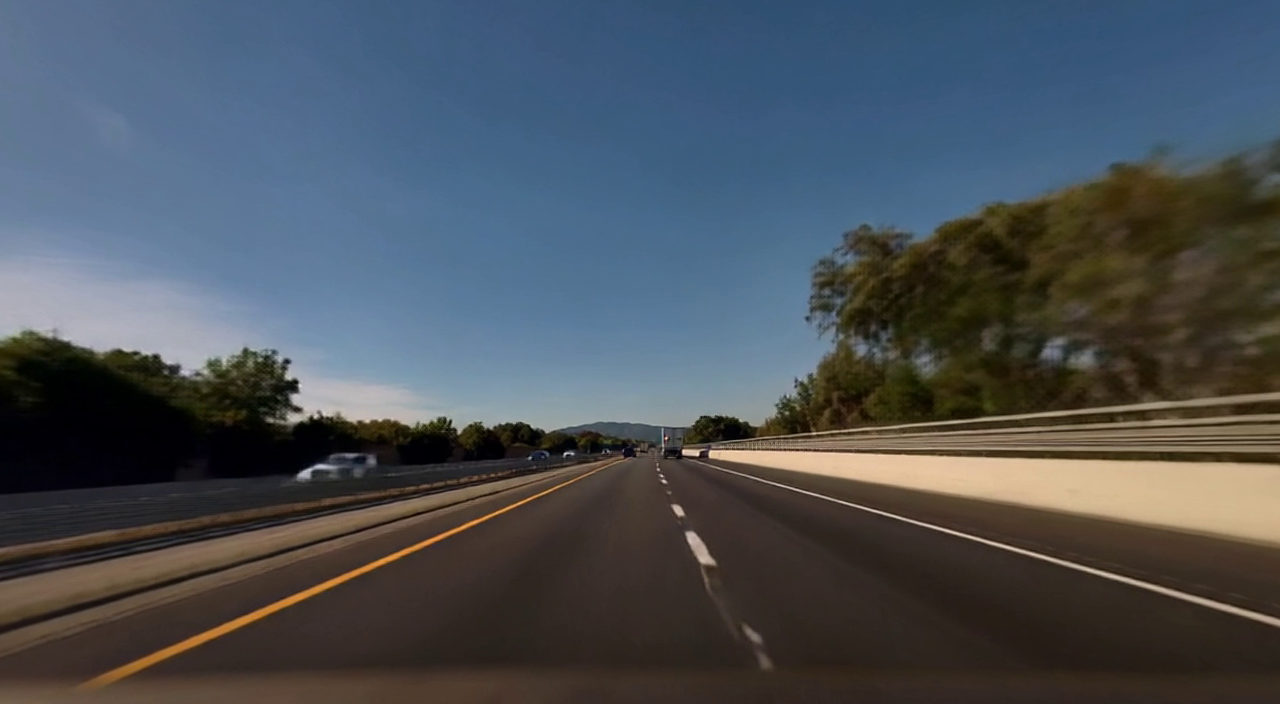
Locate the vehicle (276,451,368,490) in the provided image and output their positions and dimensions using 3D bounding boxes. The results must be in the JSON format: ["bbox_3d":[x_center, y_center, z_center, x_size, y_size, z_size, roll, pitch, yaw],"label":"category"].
[{"bbox_3d":[-14.267,5.307,28.433,1.885,1.580,4.215,-1,-9,1],"label":"vehicle"}]
